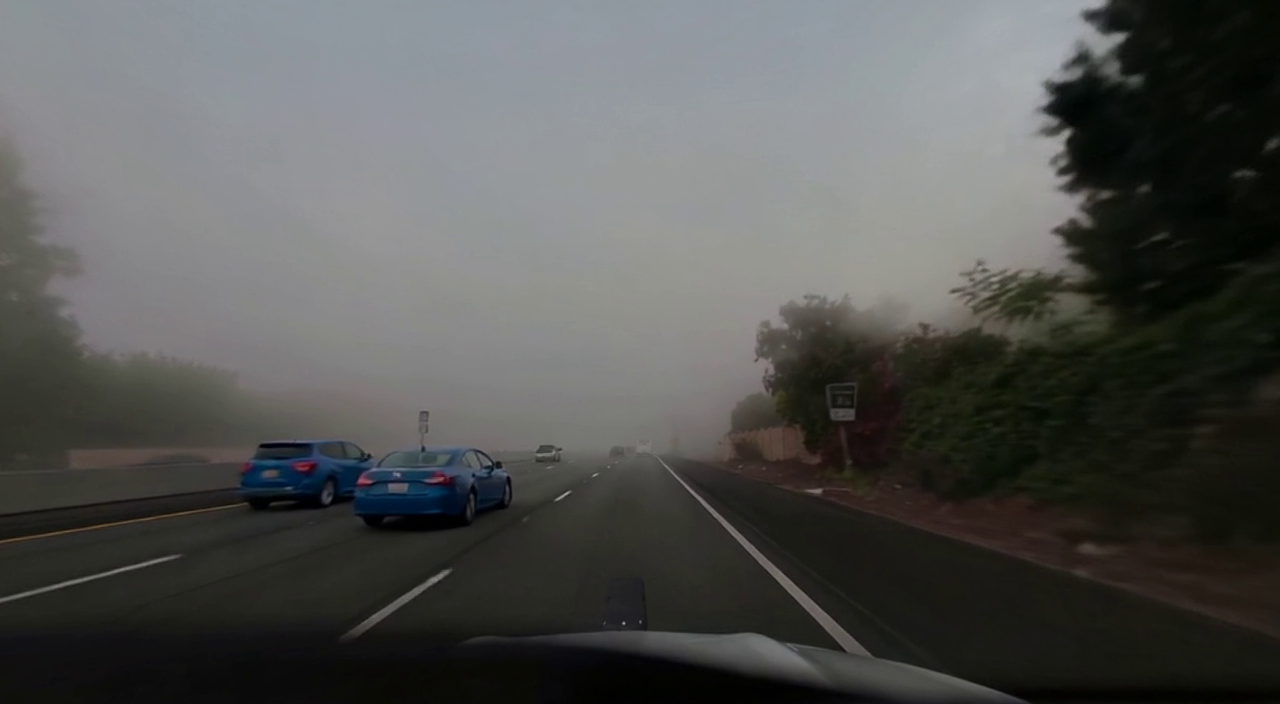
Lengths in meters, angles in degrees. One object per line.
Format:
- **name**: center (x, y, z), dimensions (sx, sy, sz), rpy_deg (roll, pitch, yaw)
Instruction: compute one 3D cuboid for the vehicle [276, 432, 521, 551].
- **vehicle**: center (-3.568, 2.157, 10.602), dimensions (2.081, 1.514, 4.943), rpy_deg (0, -8, 1)
